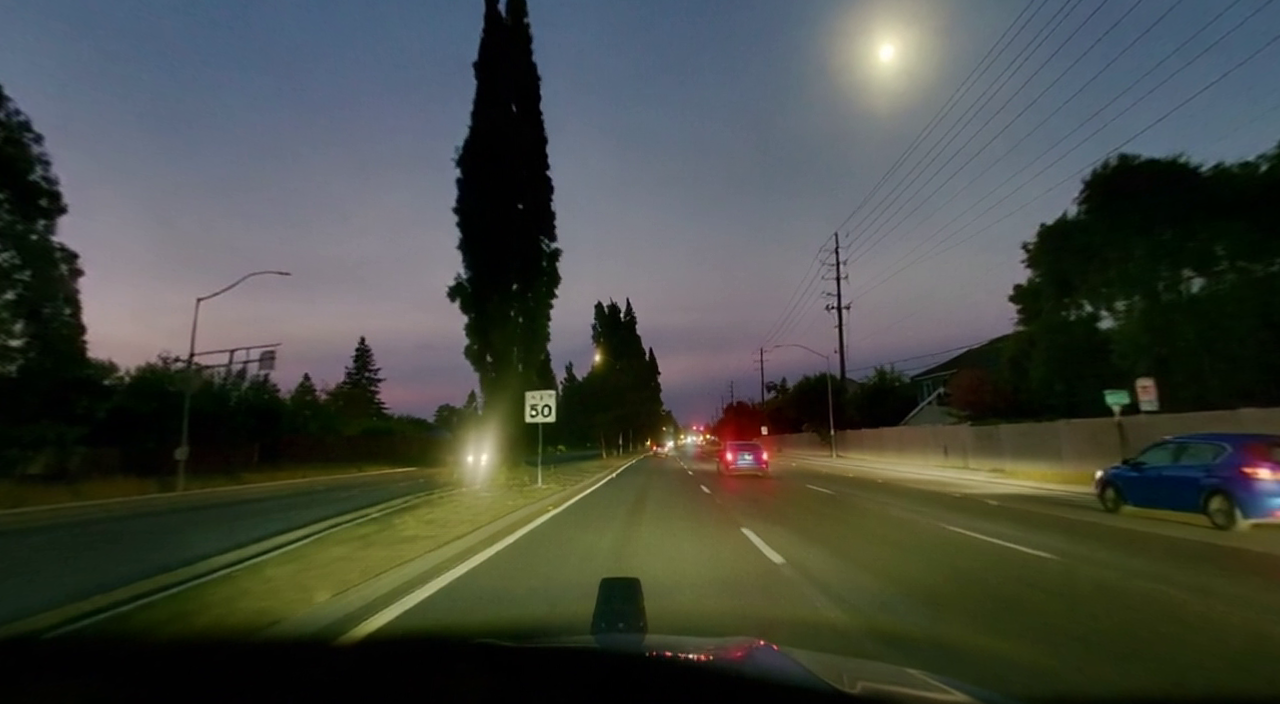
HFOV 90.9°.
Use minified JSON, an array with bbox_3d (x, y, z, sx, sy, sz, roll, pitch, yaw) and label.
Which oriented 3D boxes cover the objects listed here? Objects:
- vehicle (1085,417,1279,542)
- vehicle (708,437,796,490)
[{"bbox_3d":[9.851,1.984,10.252,1.978,1.700,4.461,0,-8,1],"label":"vehicle"},{"bbox_3d":[3.445,3.509,20.232,2.063,1.481,4.247,0,-8,0],"label":"vehicle"}]
